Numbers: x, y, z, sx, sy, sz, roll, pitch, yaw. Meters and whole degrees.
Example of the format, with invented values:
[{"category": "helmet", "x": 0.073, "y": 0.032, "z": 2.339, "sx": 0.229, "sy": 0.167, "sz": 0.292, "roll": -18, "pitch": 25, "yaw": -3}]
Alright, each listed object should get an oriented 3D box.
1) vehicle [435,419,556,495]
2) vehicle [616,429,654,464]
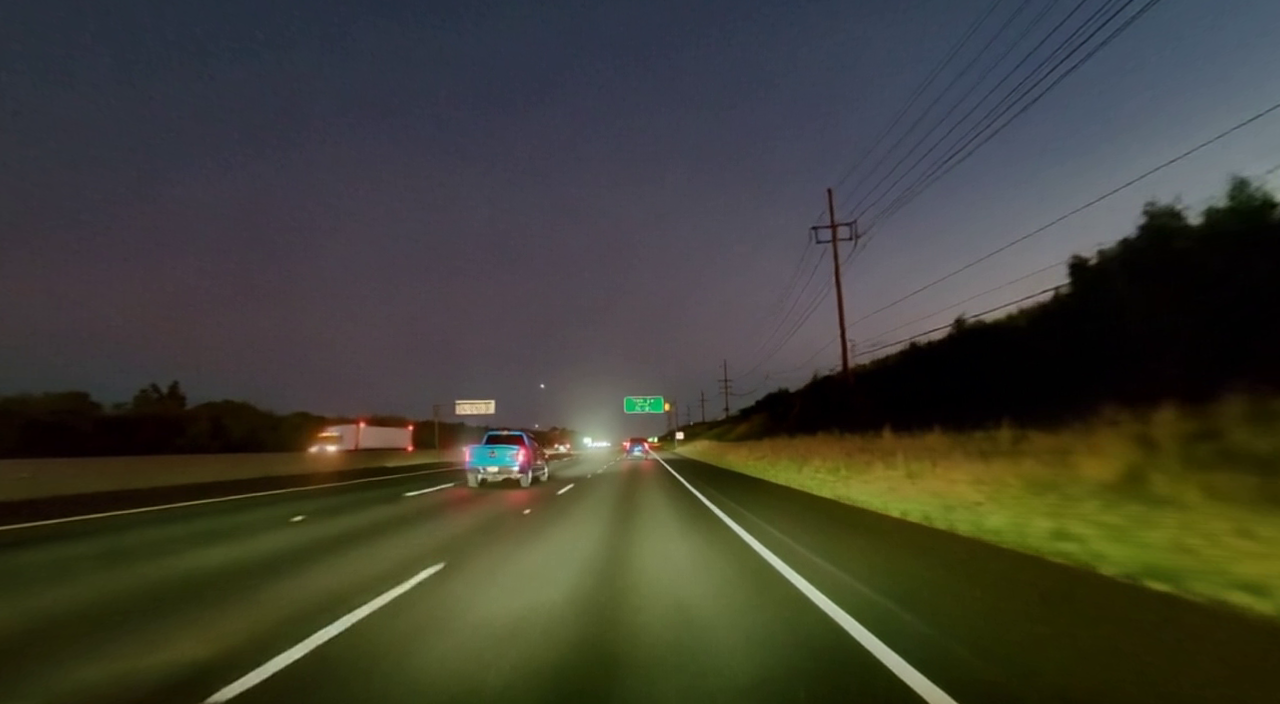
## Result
[{"category": "vehicle", "x": -3.851, "y": 2.941, "z": 18.017, "sx": 2.204, "sy": 1.812, "sz": 5.289, "roll": 0, "pitch": -8, "yaw": 0}, {"category": "vehicle", "x": -0.341, "y": 6.232, "z": 41.765, "sx": 2.358, "sy": 2.144, "sz": 4.713, "roll": 0, "pitch": -8, "yaw": 0}]
